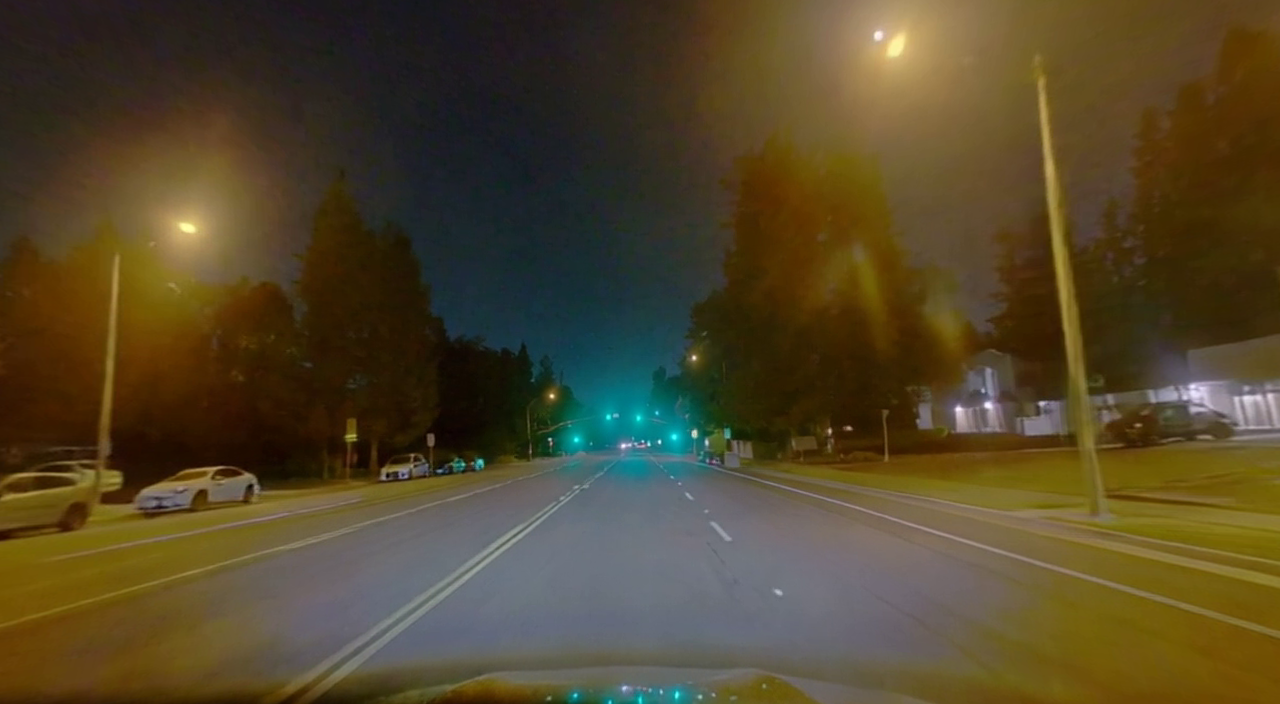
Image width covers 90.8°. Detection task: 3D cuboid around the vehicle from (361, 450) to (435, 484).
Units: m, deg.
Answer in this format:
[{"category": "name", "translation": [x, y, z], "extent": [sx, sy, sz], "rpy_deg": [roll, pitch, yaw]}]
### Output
[{"category": "vehicle", "translation": [-12.713, 6.054, 33.582], "extent": [2.078, 1.618, 4.650], "rpy_deg": [0, -8, 0]}]

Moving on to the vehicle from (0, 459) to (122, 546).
[{"category": "vehicle", "translation": [-12.679, 2.958, 12.261], "extent": [1.828, 1.510, 4.149], "rpy_deg": [-4, -8, -1]}]

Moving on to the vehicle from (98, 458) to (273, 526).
[{"category": "vehicle", "translation": [-12.771, 3.909, 18.193], "extent": [1.909, 1.477, 4.345], "rpy_deg": [-3, -8, -1]}]

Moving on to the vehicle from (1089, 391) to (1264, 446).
[{"category": "vehicle", "translation": [17.400, 2.259, 20.667], "extent": [1.726, 1.620, 3.938], "rpy_deg": [6, -11, -37]}]

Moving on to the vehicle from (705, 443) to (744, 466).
[{"category": "vehicle", "translation": [5.666, 6.928, 42.827], "extent": [1.875, 1.466, 4.355], "rpy_deg": [0, -8, -2]}]

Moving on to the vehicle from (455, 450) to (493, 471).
[{"category": "vehicle", "translation": [-12.724, 8.349, 48.755], "extent": [1.812, 1.454, 4.351], "rpy_deg": [0, -8, -1]}]
